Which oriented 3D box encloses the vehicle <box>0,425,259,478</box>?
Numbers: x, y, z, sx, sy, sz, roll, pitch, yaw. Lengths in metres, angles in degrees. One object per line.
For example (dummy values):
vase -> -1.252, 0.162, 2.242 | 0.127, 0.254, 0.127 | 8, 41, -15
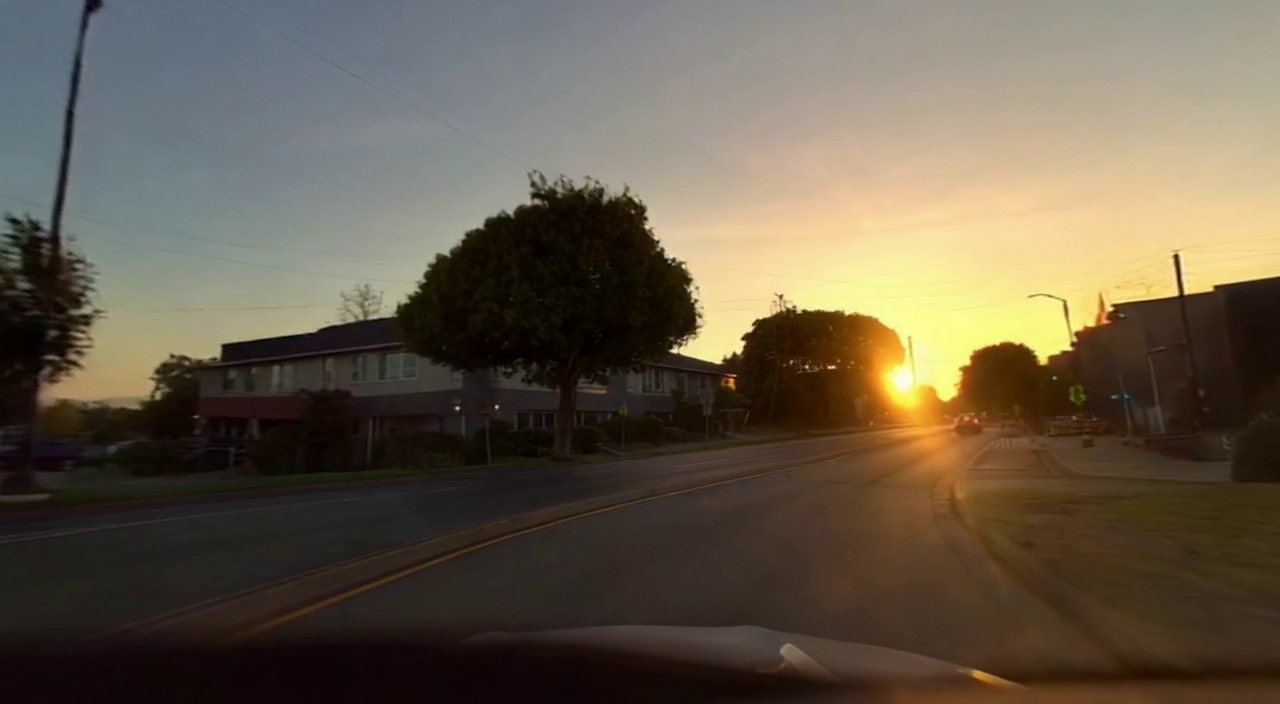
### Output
vehicle -> -27.671, 5.156, 33.314 | 2.837, 2.354, 12.960 | -5, -9, 28
